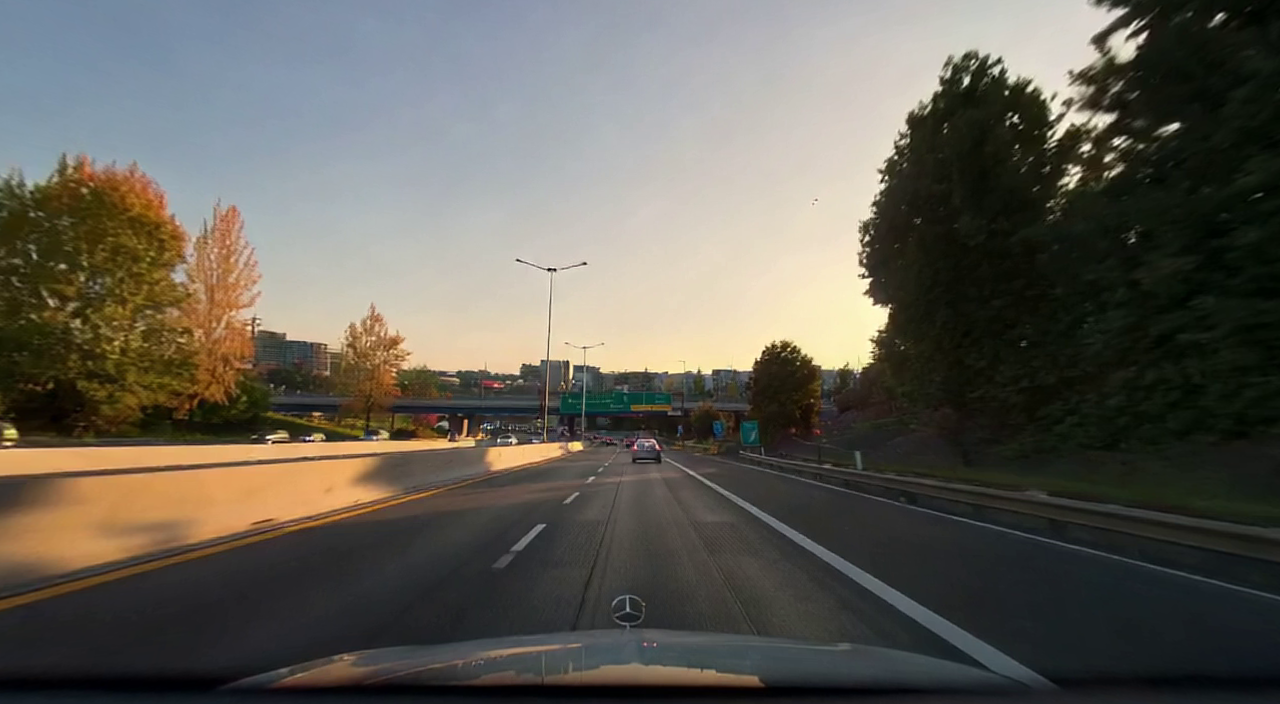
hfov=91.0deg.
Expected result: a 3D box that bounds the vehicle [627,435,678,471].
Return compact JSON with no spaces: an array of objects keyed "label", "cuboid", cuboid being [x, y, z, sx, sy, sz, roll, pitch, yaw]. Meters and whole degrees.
[{"label":"vehicle","cuboid":[0.514,4.566,28.639,2.130,1.512,4.057,0,-8,0]}]
